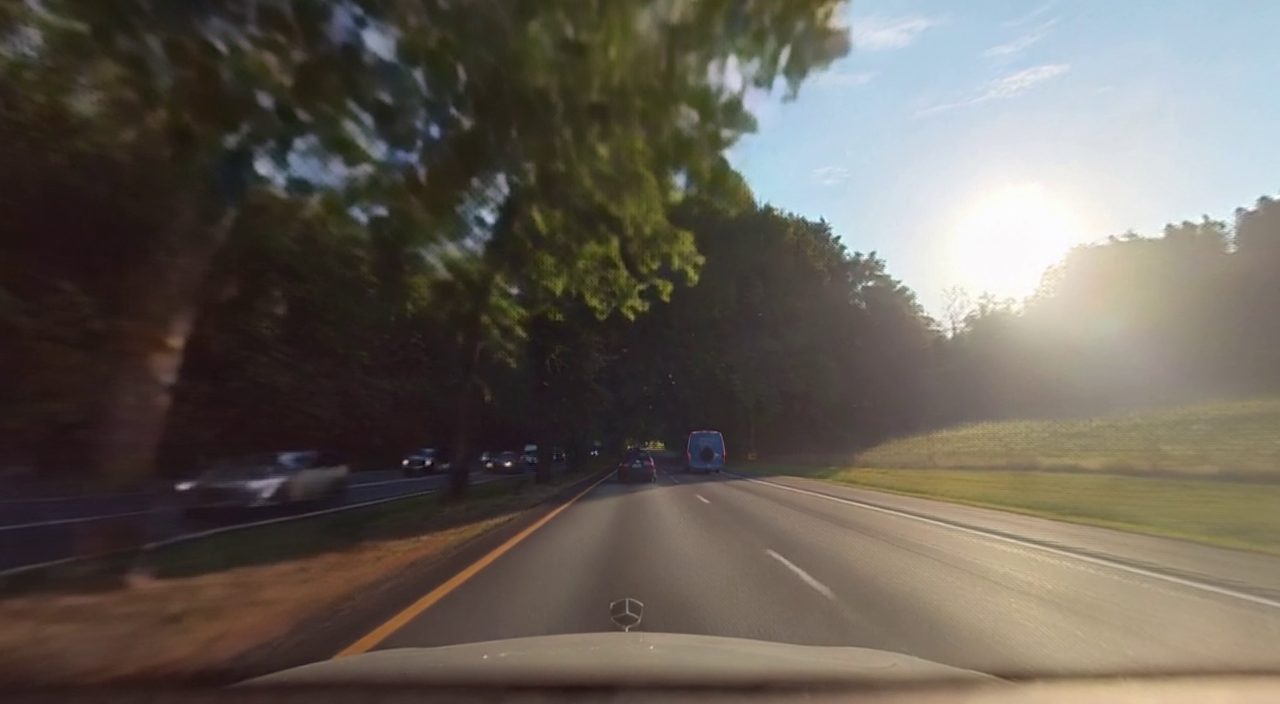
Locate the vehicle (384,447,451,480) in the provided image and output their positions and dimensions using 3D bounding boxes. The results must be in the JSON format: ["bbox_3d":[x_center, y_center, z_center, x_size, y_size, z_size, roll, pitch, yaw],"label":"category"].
[{"bbox_3d":[-11.977,6.014,34.203,2.074,1.614,4.220,0,-9,0],"label":"vehicle"}]

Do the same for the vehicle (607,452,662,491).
[{"bbox_3d":[-0.196,4.772,25.518,2.037,1.417,3.885,0,-9,0],"label":"vehicle"}]

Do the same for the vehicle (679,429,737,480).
[{"bbox_3d":[3.713,5.836,35.904,2.513,2.633,5.930,0,-9,-1],"label":"vehicle"}]

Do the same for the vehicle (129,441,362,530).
[{"bbox_3d":[-7.598,2.591,12.804,1.898,1.464,4.386,0,-9,0],"label":"vehicle"}]

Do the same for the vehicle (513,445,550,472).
[{"bbox_3d":[-8.110,8.015,47.514,2.023,1.871,4.993,0,-9,-1],"label":"vehicle"}]

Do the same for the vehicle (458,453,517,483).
[{"bbox_3d":[-7.696,5.895,32.182,1.970,1.383,4.178,0,-9,0],"label":"vehicle"}]
